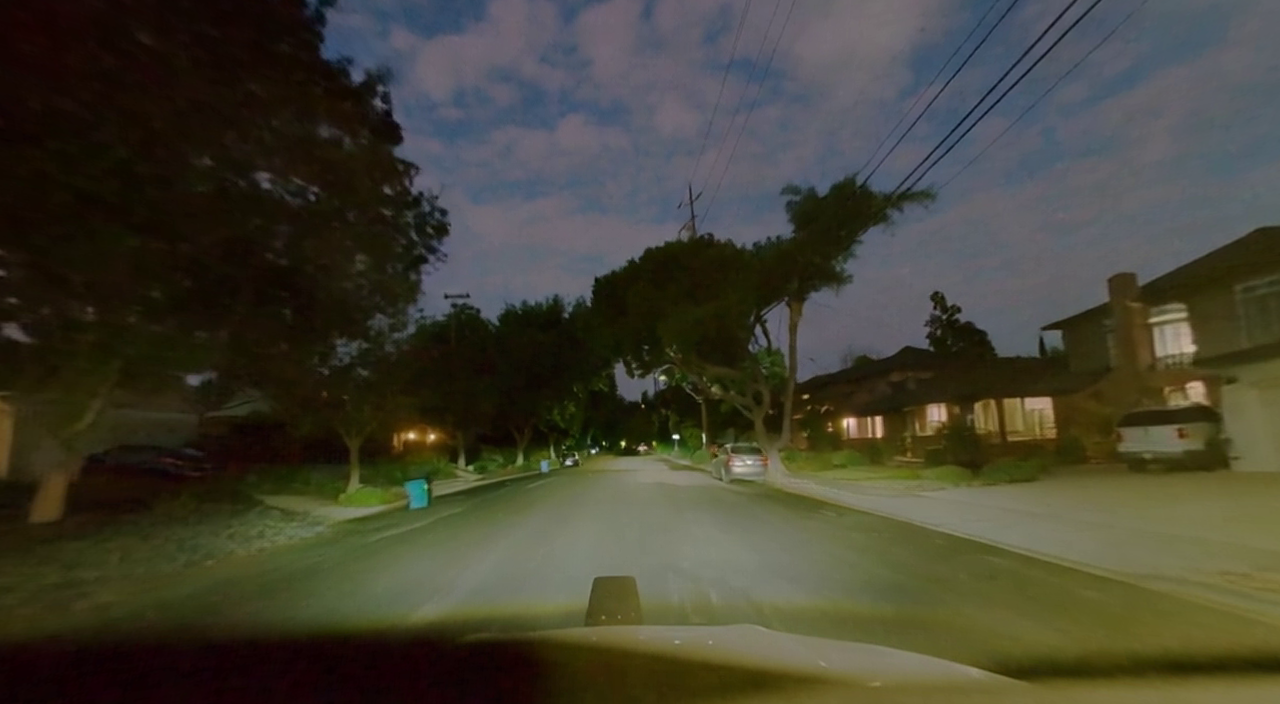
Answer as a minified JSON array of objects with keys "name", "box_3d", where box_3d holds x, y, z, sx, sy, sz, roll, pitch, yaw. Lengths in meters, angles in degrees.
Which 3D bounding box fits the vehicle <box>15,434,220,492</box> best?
[{"name":"vehicle","box_3d":[-15.710,3.322,19.200,2.018,1.534,4.253,-5,-10,28]}]

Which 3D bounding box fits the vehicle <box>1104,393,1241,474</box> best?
[{"name":"vehicle","box_3d":[14.876,2.366,17.922,2.222,1.963,4.670,-6,-10,32]}]

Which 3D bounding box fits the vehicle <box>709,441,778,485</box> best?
[{"name":"vehicle","box_3d":[3.935,4.276,24.607,2.011,1.521,4.292,0,-8,1]}]

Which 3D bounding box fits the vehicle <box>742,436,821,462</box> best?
[{"name":"vehicle","box_3d":[10.277,7.069,46.014,5.227,1.813,2.136,-1,-9,1]}]

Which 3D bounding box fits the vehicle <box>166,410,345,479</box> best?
[{"name":"vehicle","box_3d":[-16.683,4.059,27.503,6.381,2.645,2.703,-4,-9,10]}]
